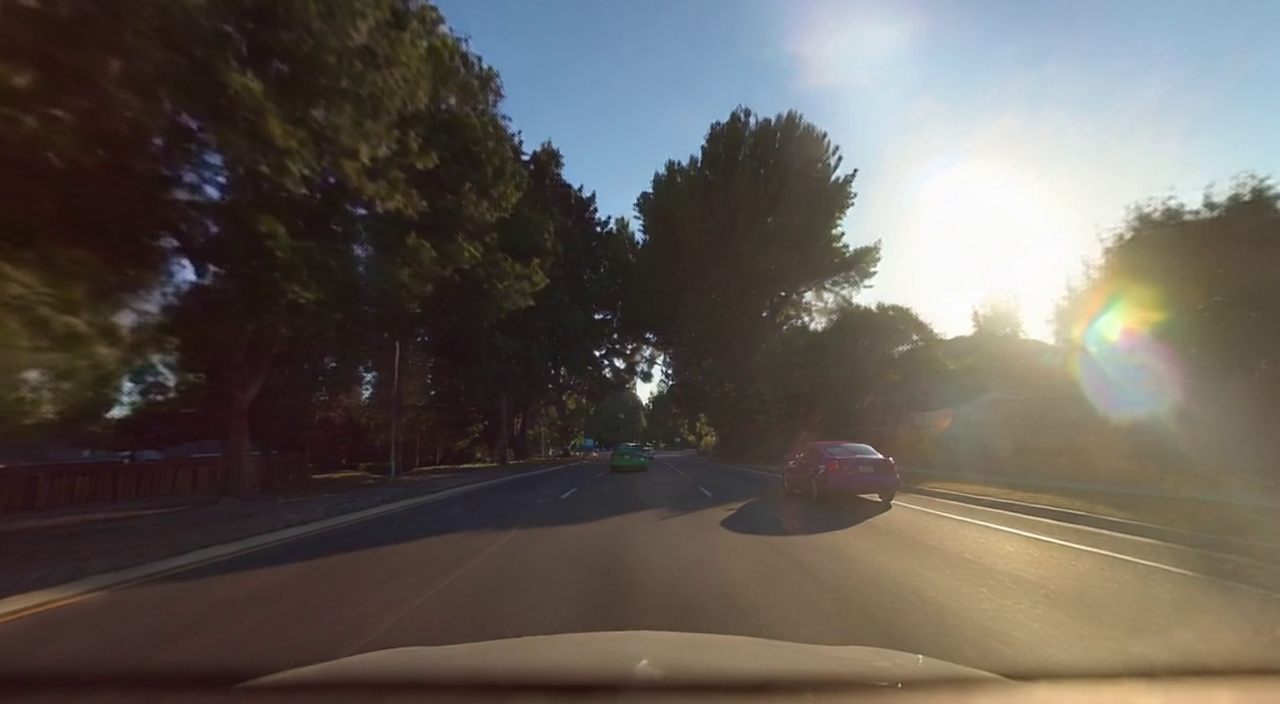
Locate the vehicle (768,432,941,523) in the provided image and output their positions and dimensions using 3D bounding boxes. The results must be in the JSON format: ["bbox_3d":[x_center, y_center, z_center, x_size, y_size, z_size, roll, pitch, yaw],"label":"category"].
[{"bbox_3d":[4.111,2.446,13.000,1.943,1.471,4.515,-1,-8,0],"label":"vehicle"}]

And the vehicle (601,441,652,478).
[{"bbox_3d":[-0.549,4.990,29.724,2.206,1.525,4.695,-1,-8,1],"label":"vehicle"}]
